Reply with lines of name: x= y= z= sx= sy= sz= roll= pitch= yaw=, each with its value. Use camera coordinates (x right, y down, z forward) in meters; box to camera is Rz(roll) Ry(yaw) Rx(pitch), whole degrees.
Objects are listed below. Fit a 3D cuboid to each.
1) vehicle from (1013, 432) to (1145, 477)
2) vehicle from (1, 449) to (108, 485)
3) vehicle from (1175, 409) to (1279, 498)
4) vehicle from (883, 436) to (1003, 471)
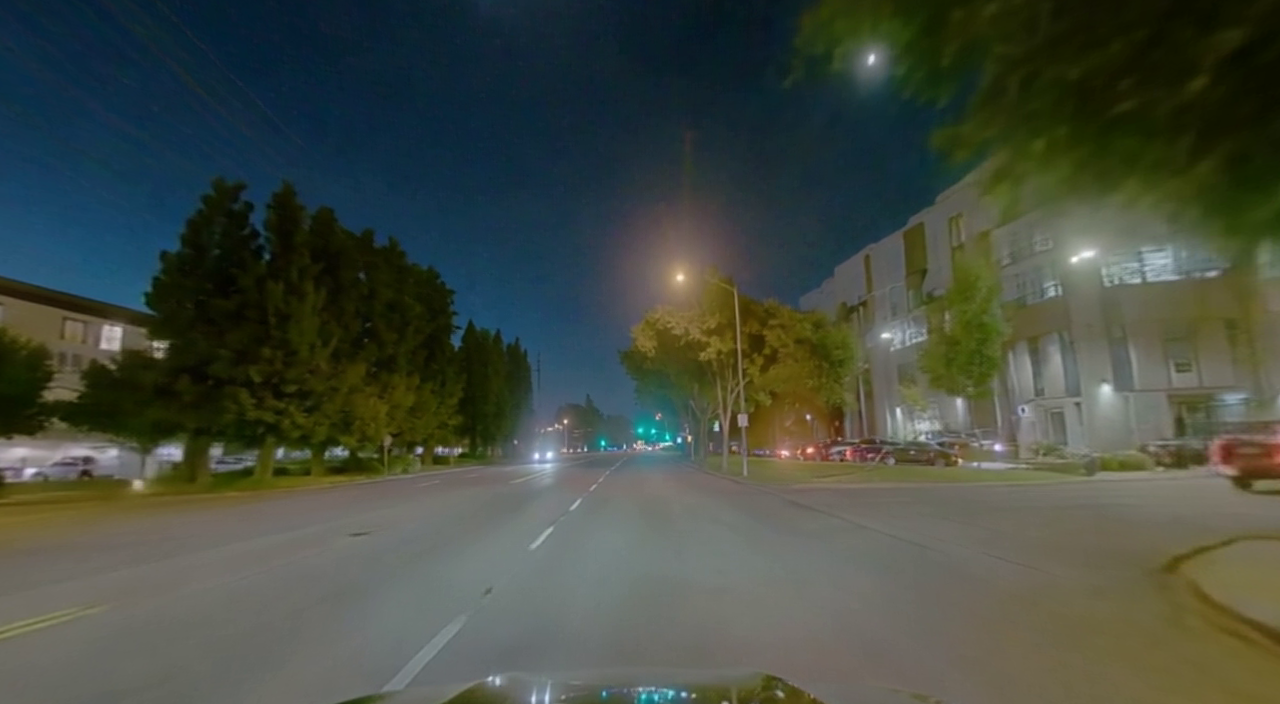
vehicle: x=18.785 y=4.400 z=27.349 sx=1.991 sy=1.682 sz=4.877 roll=-3 pitch=-8 yaw=-3
vehicle: x=-38.650 y=7.574 z=41.736 sx=4.529 sy=2.241 sz=2.471 roll=0 pitch=-8 yaw=-1
vehicle: x=15.473 y=2.236 z=14.358 sx=4.655 sy=1.828 sz=2.223 roll=-1 pitch=-8 yaw=-6
vehicle: x=14.746 y=4.973 z=30.861 sx=4.854 sy=1.649 sz=1.886 roll=0 pitch=-9 yaw=-2
